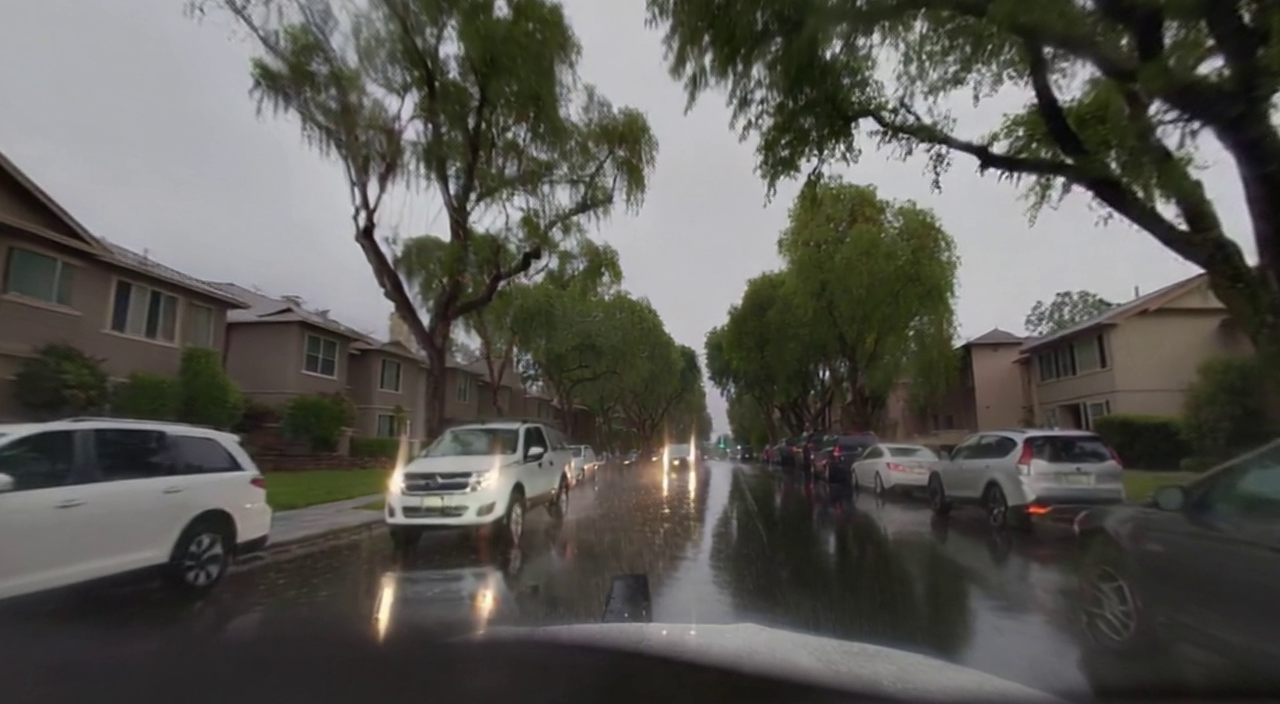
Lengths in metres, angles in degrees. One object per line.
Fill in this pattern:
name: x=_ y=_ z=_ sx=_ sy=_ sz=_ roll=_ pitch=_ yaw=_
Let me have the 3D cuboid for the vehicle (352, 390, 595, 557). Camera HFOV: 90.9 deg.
vehicle: x=-2.285 y=1.879 z=10.449 sx=2.197 sy=2.047 sz=4.985 roll=-1 pitch=-8 yaw=6

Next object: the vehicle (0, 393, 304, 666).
vehicle: x=-5.141 y=1.317 z=5.138 sx=2.002 sy=1.774 sz=4.568 roll=-1 pitch=-8 yaw=4

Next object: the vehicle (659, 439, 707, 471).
vehicle: x=2.301 y=5.292 z=32.622 sx=1.971 sy=1.476 sz=4.593 roll=-2 pitch=-8 yaw=9

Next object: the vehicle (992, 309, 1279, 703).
vehicle: x=2.930 y=0.613 z=1.112 sx=2.055 sy=1.717 sz=5.172 roll=-1 pitch=-8 yaw=6
